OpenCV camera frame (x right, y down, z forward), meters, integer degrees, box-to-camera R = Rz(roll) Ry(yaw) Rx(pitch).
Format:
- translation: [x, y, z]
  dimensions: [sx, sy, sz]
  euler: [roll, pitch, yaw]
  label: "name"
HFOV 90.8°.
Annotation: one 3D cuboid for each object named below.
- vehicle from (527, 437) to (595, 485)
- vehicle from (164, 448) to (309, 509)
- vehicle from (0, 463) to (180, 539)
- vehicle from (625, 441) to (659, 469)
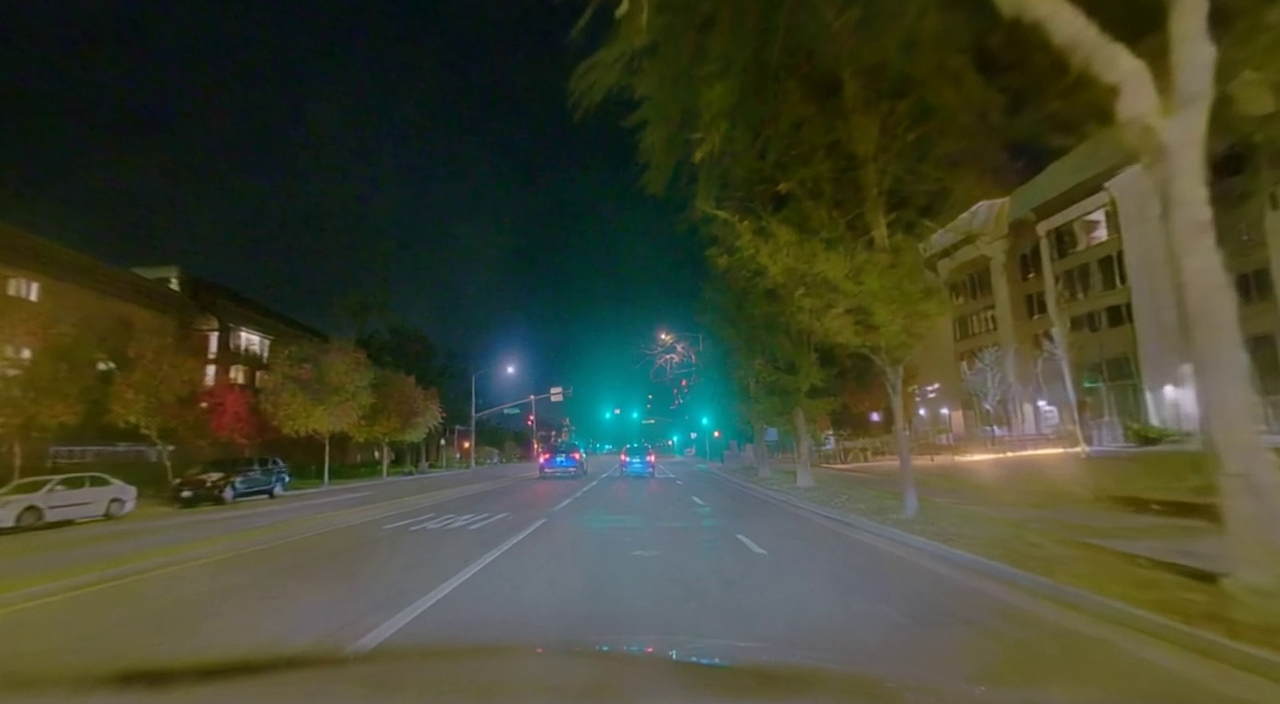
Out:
- translation: [-3.075, 4.374, 25.662]
  dimensions: [2.097, 1.755, 4.336]
  euler: [0, -9, 1]
  label: "vehicle"
- translation: [-14.073, 4.399, 22.482]
  dimensions: [1.996, 1.886, 4.692]
  euler: [0, -9, 0]
  label: "vehicle"
- translation: [-14.267, 3.592, 15.848]
  dimensions: [1.880, 1.476, 4.715]
  euler: [0, -9, 0]
  label: "vehicle"
- translation: [0.056, 6.731, 41.495]
  dimensions: [2.088, 1.735, 4.801]
  euler: [0, -9, -1]
  label: "vehicle"
